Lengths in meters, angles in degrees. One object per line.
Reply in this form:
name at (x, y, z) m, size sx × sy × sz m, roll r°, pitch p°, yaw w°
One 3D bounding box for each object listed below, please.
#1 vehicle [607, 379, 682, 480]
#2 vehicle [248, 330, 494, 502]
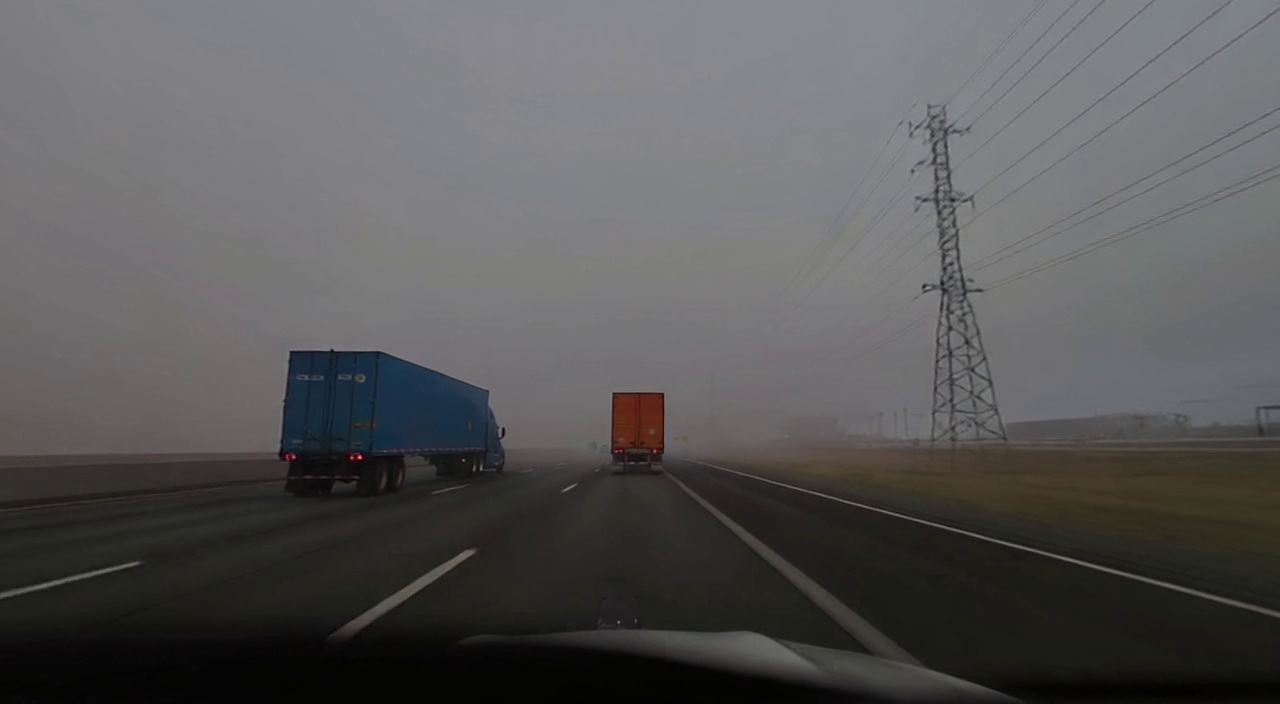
vehicle at (0.117, 3.707, 29.386) m, size 2.858 × 3.847 × 10.034 m, roll 0°, pitch -9°, yaw -1°
vehicle at (-7.502, 2.281, 20.253) m, size 2.937 × 3.981 × 11.119 m, roll 0°, pitch -9°, yaw 0°
